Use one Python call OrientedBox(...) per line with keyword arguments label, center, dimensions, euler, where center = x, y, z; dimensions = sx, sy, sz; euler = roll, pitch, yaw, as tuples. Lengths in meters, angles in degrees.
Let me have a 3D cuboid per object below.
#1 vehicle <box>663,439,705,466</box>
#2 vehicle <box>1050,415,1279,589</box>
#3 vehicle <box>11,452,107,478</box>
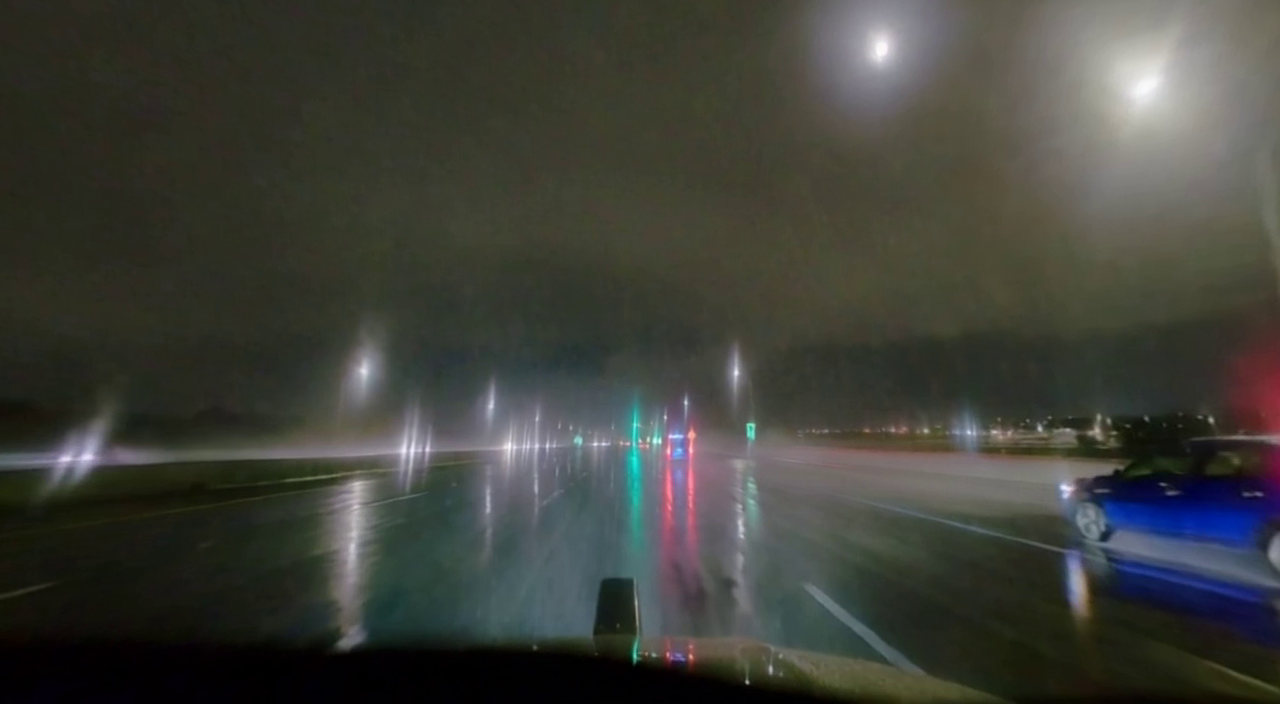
OrientedBox(label="vehicle", center=(2.702, 6.323, 39.874), dimensions=(2.270, 1.615, 3.770), euler=(0, -8, -1))
OrientedBox(label="vehicle", center=(6.791, 1.412, 6.148), dimensions=(2.227, 1.522, 5.041), euler=(0, -8, 0))
OrientedBox(label="vehicle", center=(-35.997, 6.970, 39.303), dimensions=(1.999, 1.489, 4.209), euler=(0, -8, 0))
